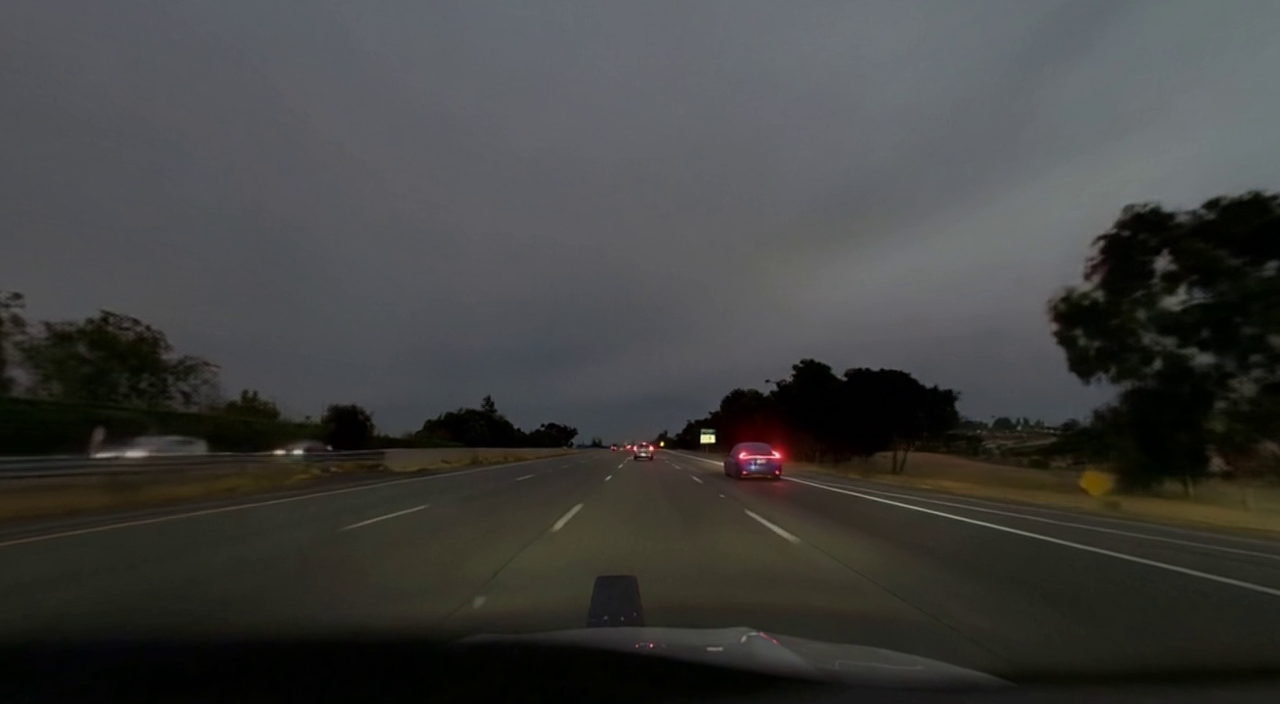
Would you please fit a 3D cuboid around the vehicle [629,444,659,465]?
[{"bbox_3d":[0.265,7.402,45.665,2.052,1.449,3.857,0,-8,0],"label":"vehicle"}]

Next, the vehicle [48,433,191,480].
[{"bbox_3d":[-21.043,4.242,25.698,1.923,1.736,4.547,0,-8,0],"label":"vehicle"}]

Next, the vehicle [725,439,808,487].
[{"bbox_3d":[4.385,3.920,22.541,2.008,1.524,4.598,0,-8,0],"label":"vehicle"}]
